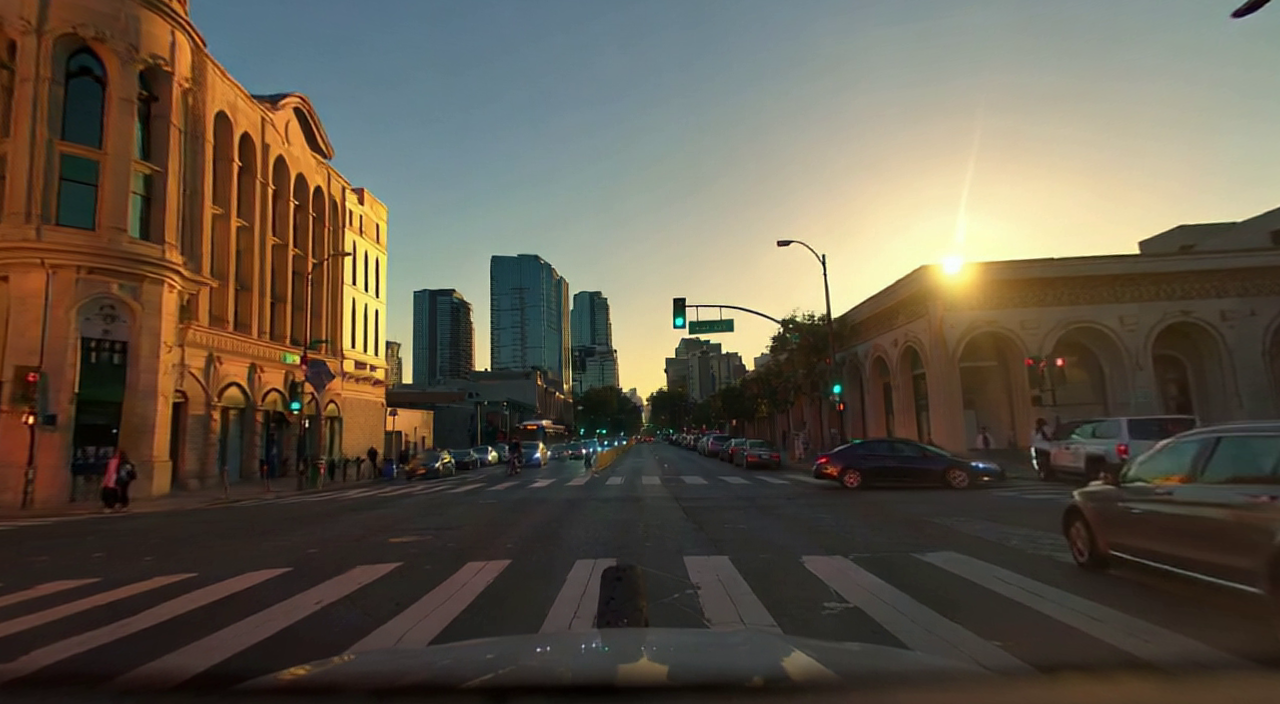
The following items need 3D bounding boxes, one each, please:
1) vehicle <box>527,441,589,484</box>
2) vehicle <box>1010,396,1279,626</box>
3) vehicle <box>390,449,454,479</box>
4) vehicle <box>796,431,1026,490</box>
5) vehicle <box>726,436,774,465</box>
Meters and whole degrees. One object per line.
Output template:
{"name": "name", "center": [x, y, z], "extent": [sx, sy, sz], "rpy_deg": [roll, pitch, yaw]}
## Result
{"name": "vehicle", "center": [-2.920, 4.039, 23.384], "extent": [1.904, 1.402, 4.759], "rpy_deg": [0, -8, -3]}
{"name": "vehicle", "center": [5.408, 1.263, 5.600], "extent": [1.912, 1.505, 4.889], "rpy_deg": [-1, -8, 9]}
{"name": "vehicle", "center": [-11.924, 6.119, 34.798], "extent": [1.998, 1.505, 4.405], "rpy_deg": [0, -8, 0]}
{"name": "vehicle", "center": [7.179, 2.947, 17.331], "extent": [5.388, 1.465, 2.050], "rpy_deg": [-1, -8, 9]}
{"name": "vehicle", "center": [6.252, 5.649, 36.308], "extent": [1.926, 1.574, 3.961], "rpy_deg": [0, -8, -2]}
